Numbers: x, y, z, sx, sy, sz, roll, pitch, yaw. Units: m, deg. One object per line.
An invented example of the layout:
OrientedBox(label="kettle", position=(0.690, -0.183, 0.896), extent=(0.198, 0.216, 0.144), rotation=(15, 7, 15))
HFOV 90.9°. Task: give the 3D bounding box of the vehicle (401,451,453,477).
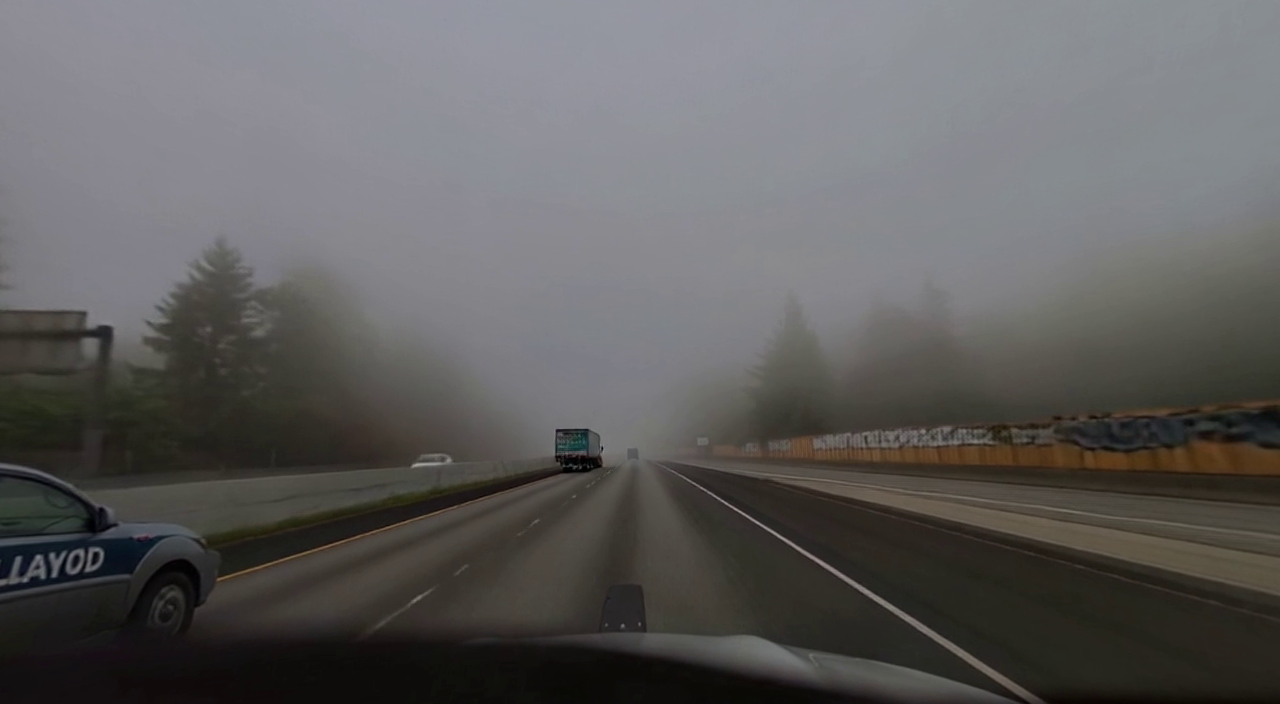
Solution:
OrientedBox(label="vehicle", position=(-13.193, 6.938, 39.239), extent=(1.822, 1.492, 4.091), rotation=(0, -9, 0))

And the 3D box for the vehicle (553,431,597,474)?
OrientedBox(label="vehicle", position=(-4.118, 6.488, 40.707), extent=(2.305, 2.517, 5.486), rotation=(0, -9, 0))

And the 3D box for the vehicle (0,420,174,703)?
OrientedBox(label="vehicle", position=(-4.413, 0.947, 2.260), extent=(2.024, 1.476, 4.466), rotation=(0, -9, 1))
